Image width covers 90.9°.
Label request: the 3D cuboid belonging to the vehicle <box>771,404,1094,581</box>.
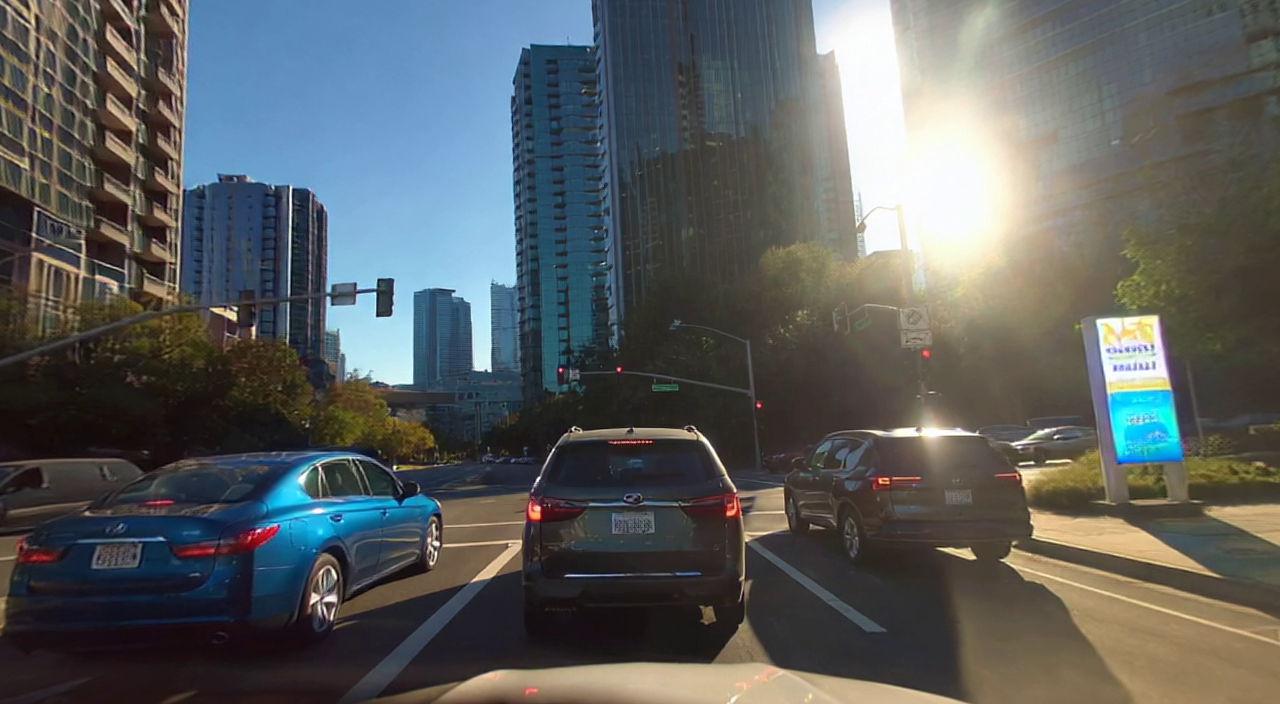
[{"bbox_3d":[3.228,1.660,8.259,2.004,1.646,4.554,0,-8,0],"label":"vehicle"}]

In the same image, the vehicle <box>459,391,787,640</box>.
[{"bbox_3d":[-0.128,1.409,6.436,2.195,1.662,4.262,0,-8,0],"label":"vehicle"}]

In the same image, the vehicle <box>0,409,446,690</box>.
[{"bbox_3d":[-3.545,1.419,5.813,1.906,1.524,4.547,0,-8,2],"label":"vehicle"}]
